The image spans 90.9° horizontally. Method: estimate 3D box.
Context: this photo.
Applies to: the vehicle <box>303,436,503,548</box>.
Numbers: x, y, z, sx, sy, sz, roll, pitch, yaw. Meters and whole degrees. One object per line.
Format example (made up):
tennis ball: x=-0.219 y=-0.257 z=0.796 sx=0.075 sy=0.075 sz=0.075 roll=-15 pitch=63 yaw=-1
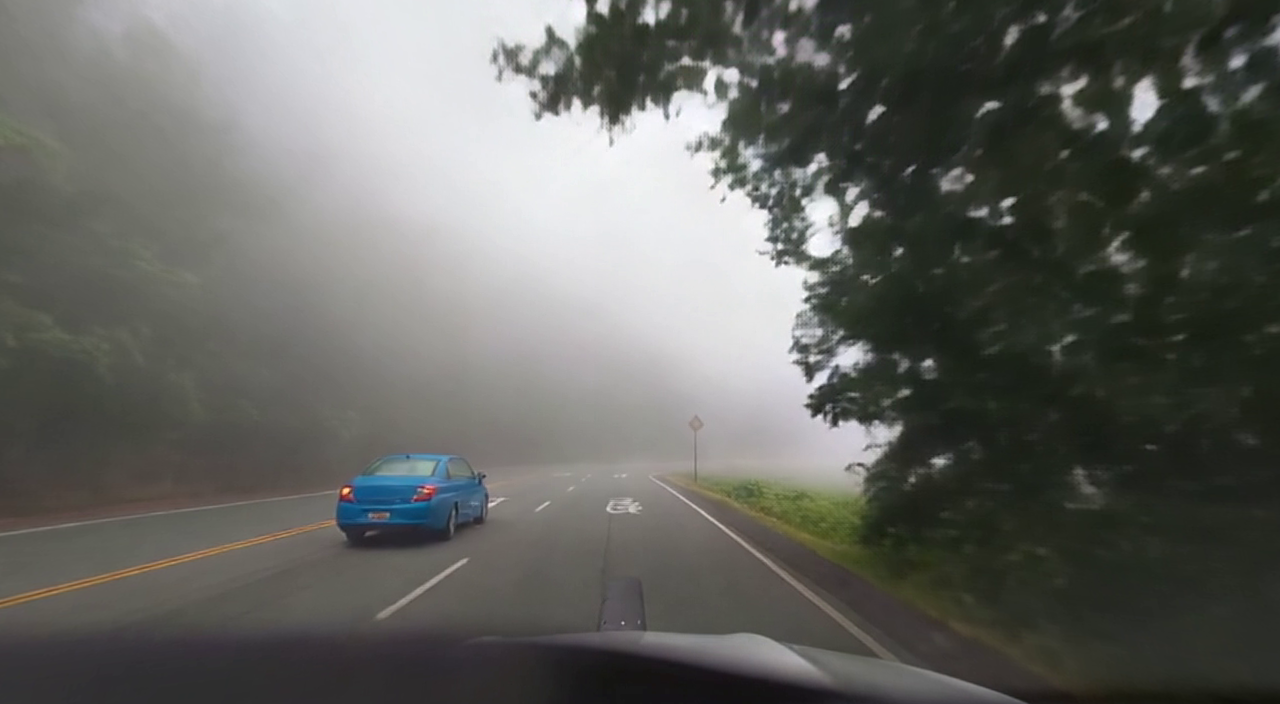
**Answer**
vehicle: x=-3.903 y=2.370 z=11.257 sx=2.078 sy=1.607 sz=3.959 roll=0 pitch=-9 yaw=-1
